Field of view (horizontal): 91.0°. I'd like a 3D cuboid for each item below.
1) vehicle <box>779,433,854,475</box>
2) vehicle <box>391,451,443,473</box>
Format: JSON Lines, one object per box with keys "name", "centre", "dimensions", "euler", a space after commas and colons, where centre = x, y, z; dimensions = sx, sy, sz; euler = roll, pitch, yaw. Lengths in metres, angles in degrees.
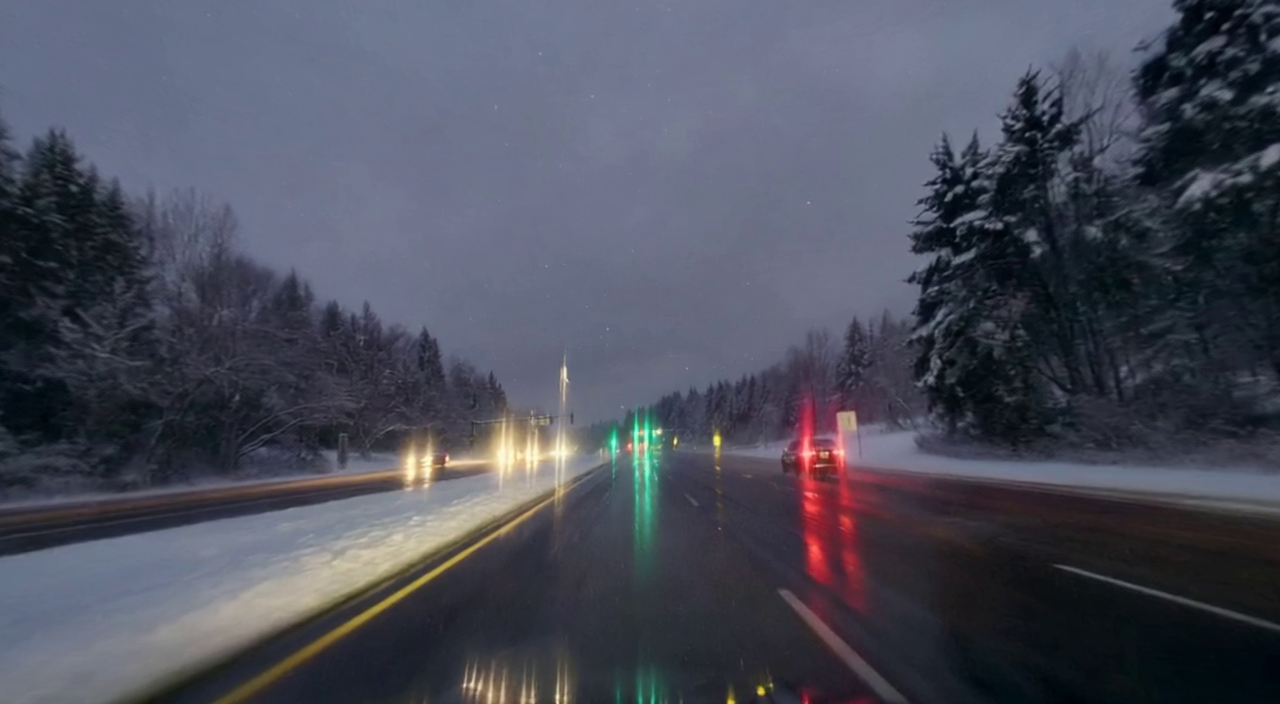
{"name": "vehicle", "centre": [8.268, 4.817, 29.988], "dimensions": [2.170, 1.830, 4.720], "euler": [0, -9, 0]}
{"name": "vehicle", "centre": [-15.664, 7.736, 44.500], "dimensions": [1.889, 1.463, 4.690], "euler": [0, -9, 1]}
